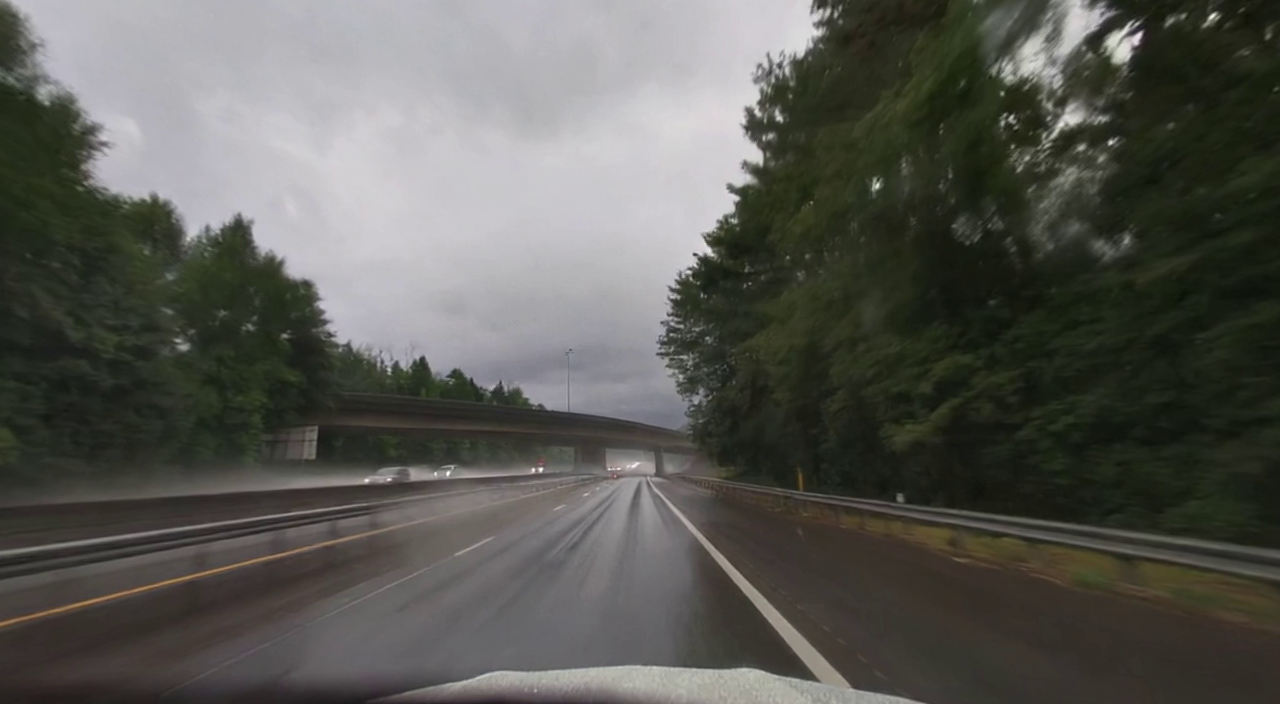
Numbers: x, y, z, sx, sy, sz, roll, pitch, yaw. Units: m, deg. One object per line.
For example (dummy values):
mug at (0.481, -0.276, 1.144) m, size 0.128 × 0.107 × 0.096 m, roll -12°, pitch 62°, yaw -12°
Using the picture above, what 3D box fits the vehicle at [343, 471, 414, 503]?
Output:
vehicle at (-12.459, 6.426, 30.304) m, size 1.654 × 1.386 × 4.117 m, roll 1°, pitch -10°, yaw -1°
